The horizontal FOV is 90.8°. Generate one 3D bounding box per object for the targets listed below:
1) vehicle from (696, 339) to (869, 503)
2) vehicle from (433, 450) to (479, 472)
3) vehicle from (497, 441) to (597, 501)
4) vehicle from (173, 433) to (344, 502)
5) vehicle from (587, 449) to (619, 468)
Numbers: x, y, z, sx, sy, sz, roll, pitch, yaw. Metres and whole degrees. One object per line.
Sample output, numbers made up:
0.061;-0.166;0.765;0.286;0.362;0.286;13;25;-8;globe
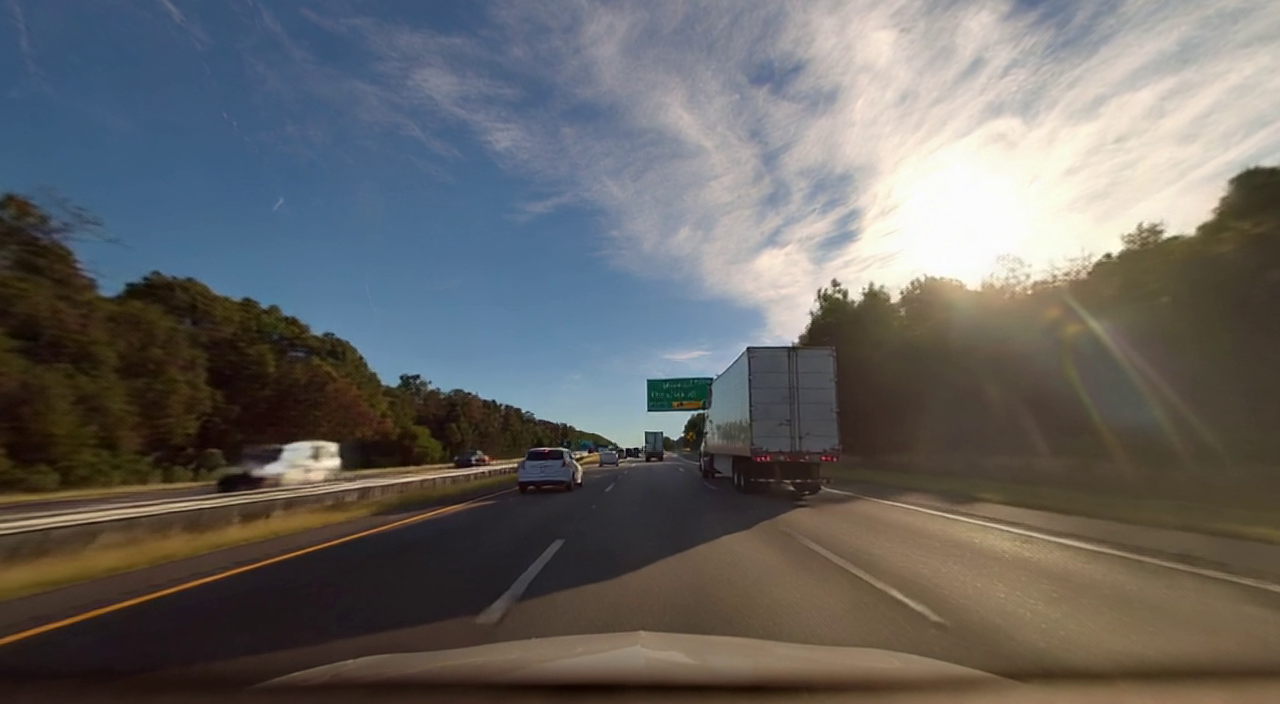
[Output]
4.153;2.803;22.880;2.974;4.083;14.389;0;-9;0;vehicle
-14.283;8.501;49.324;2.009;1.600;4.723;0;-9;2;vehicle
-2.570;3.481;18.822;2.104;1.526;4.940;0;-9;1;vehicle
-11.414;3.483;19.425;2.149;1.825;4.824;0;-9;1;vehicle
-2.841;8.319;49.350;2.121;1.445;4.651;0;-9;1;vehicle
